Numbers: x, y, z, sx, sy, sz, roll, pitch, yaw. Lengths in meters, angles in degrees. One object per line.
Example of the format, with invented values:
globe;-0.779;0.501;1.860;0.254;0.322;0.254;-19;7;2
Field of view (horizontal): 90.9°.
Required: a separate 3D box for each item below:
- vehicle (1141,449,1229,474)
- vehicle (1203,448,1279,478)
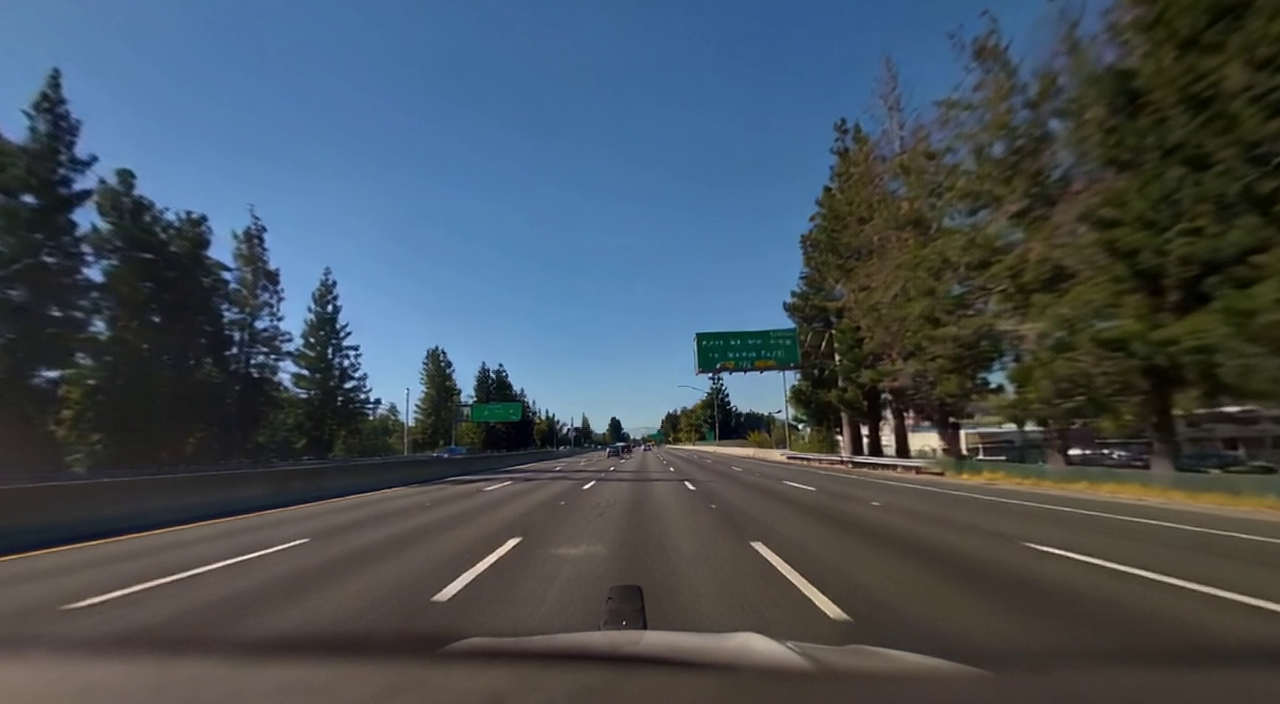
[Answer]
vehicle;41.152;8.260;47.713;4.709;1.790;1.939;0;-8;1
vehicle;42.266;7.630;43.420;4.888;1.742;2.113;-3;-8;0
